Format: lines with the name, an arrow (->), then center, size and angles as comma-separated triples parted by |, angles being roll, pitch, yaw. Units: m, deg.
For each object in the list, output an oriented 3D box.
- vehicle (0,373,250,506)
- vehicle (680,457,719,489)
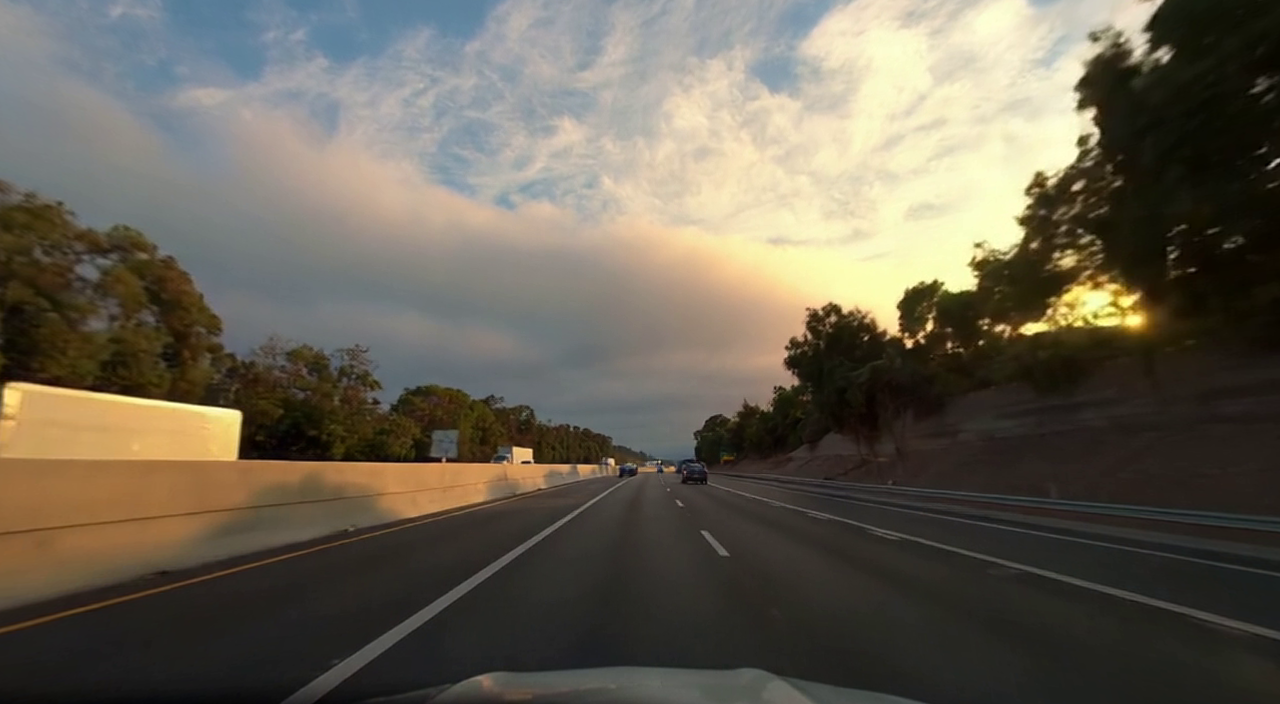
vehicle -> -21.560, 3.739, 25.363 | 2.926, 4.109, 13.439 | 1, -10, 1
vehicle -> 3.785, 7.855, 40.984 | 2.093, 1.933, 4.623 | 1, -10, 0
